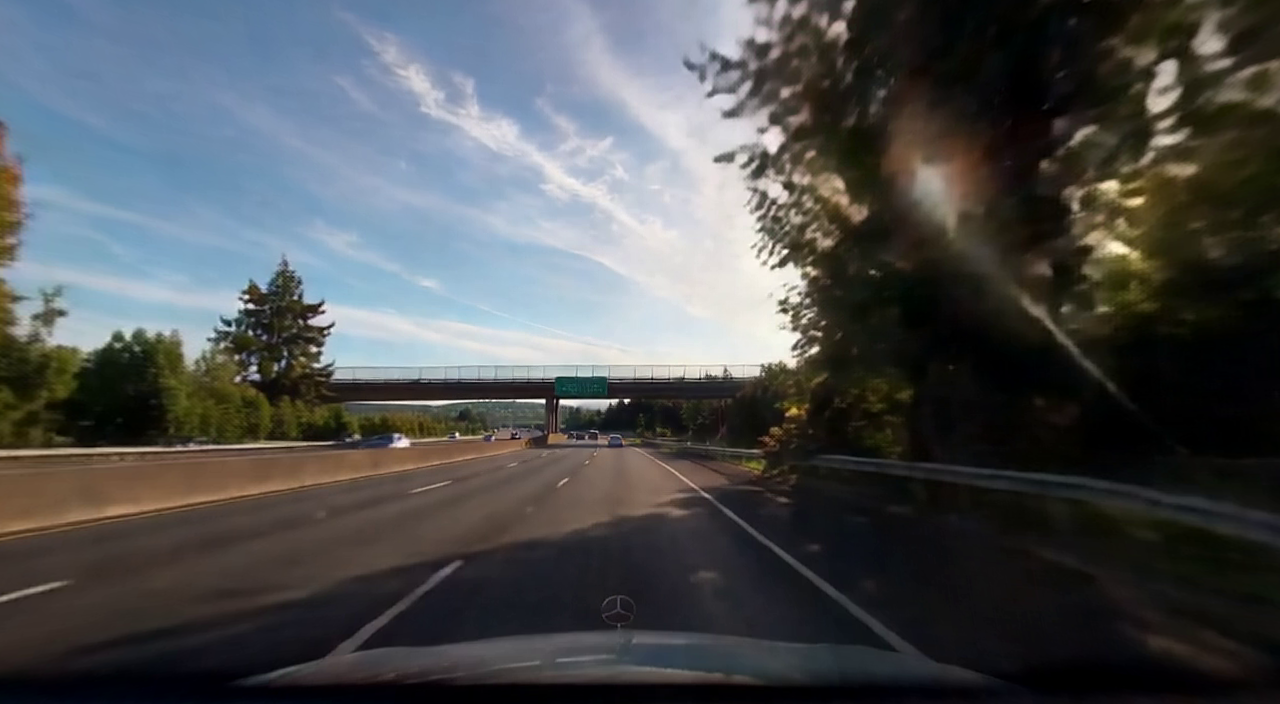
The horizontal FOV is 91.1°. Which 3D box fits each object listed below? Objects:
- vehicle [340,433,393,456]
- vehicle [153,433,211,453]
[{"bbox_3d":[-19.207,6.502,44.354,1.888,1.487,4.438,0,-8,-2],"label":"vehicle"},{"bbox_3d":[-34.594,6.896,47.578,1.673,1.422,3.610,0,-8,-2],"label":"vehicle"}]
